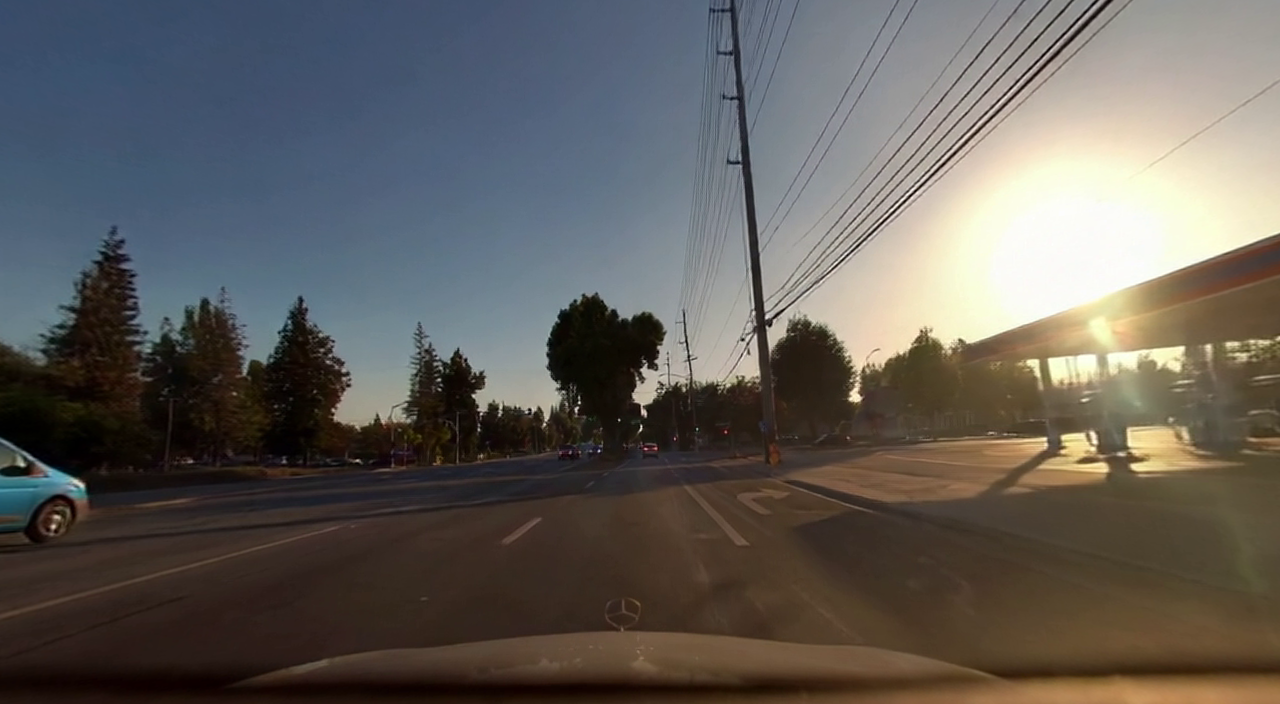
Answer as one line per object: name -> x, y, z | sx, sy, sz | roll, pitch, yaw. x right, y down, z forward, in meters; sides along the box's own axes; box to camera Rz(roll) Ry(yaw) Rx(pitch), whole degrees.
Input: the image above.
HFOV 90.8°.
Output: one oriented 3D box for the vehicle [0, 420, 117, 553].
vehicle -> -10.038, 1.792, 8.219 | 2.149, 1.848, 4.961 | 0, -9, 1
